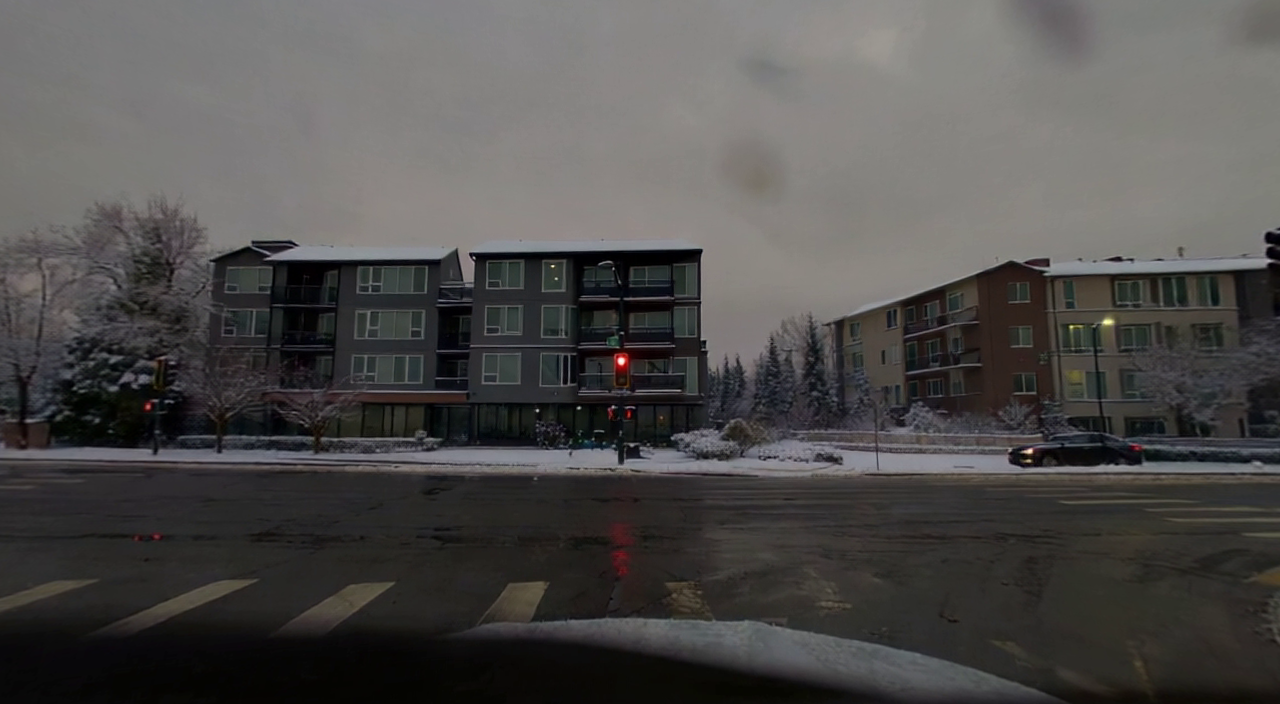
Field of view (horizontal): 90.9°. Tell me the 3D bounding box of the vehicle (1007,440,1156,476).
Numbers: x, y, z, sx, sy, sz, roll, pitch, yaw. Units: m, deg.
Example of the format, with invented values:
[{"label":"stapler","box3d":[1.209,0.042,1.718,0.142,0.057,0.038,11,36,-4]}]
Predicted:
[{"label":"vehicle","box3d":[18.578,4.465,26.697,4.823,1.458,1.914,0,-9,-1]}]
